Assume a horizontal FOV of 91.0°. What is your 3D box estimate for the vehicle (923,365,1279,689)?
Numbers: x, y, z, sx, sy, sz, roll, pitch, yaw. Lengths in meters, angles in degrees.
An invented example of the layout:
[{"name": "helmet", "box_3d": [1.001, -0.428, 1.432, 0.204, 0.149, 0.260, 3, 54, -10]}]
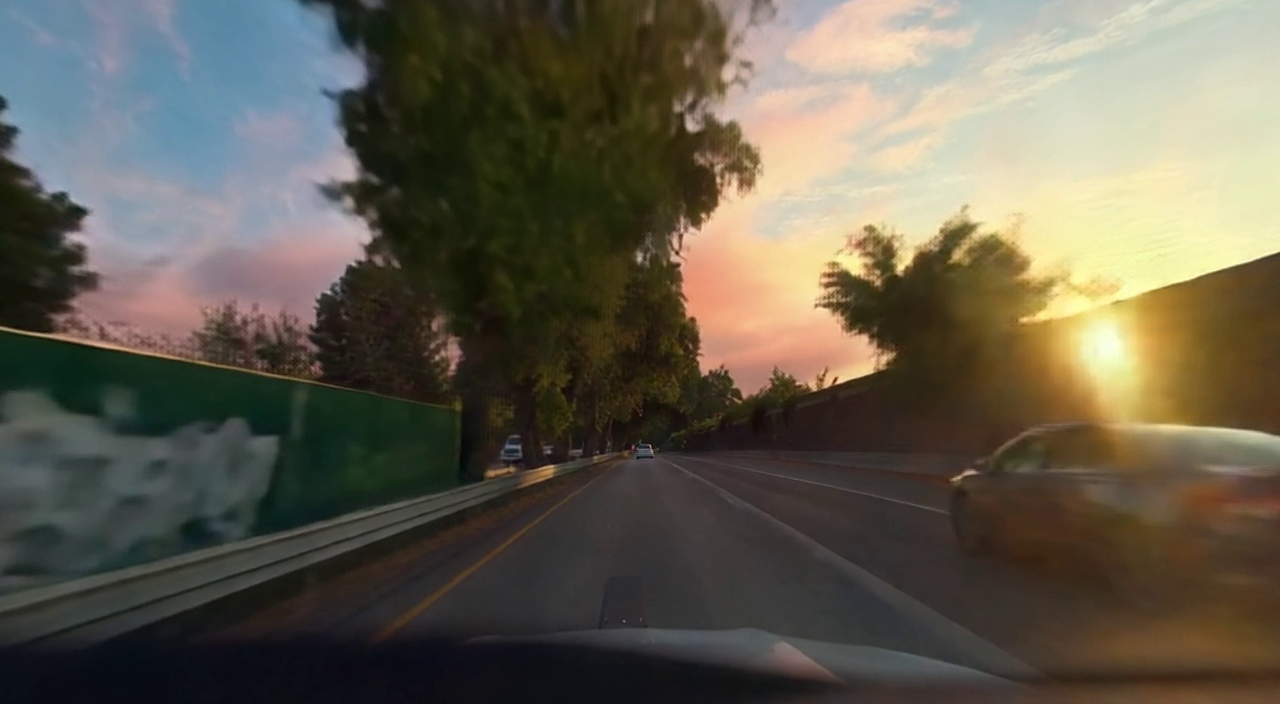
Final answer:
[{"name": "vehicle", "box_3d": [4.514, 1.221, 5.306, 2.161, 1.717, 4.440, 0, -8, 0]}]
